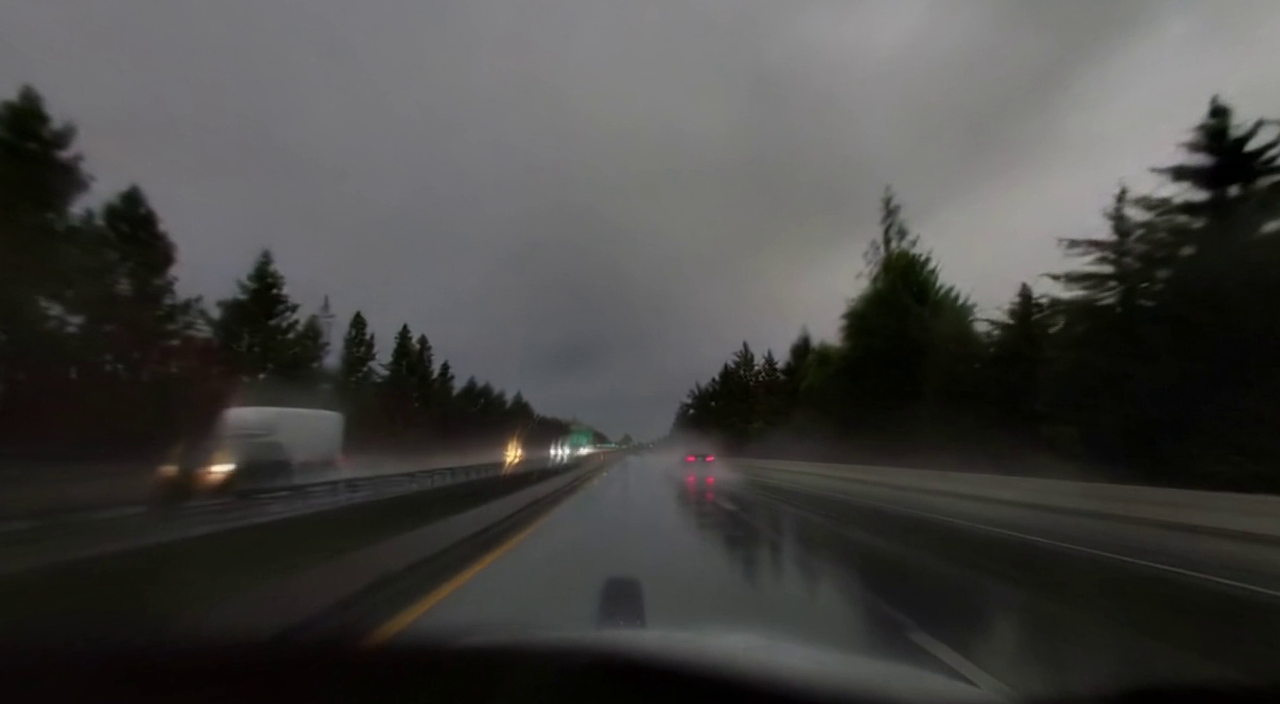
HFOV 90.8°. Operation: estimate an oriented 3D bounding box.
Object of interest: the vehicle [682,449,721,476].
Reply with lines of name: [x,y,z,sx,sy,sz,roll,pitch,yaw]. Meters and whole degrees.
vehicle: [3.617,6.576,37.781,1.870,1.486,3.858,0,-9,-1]
